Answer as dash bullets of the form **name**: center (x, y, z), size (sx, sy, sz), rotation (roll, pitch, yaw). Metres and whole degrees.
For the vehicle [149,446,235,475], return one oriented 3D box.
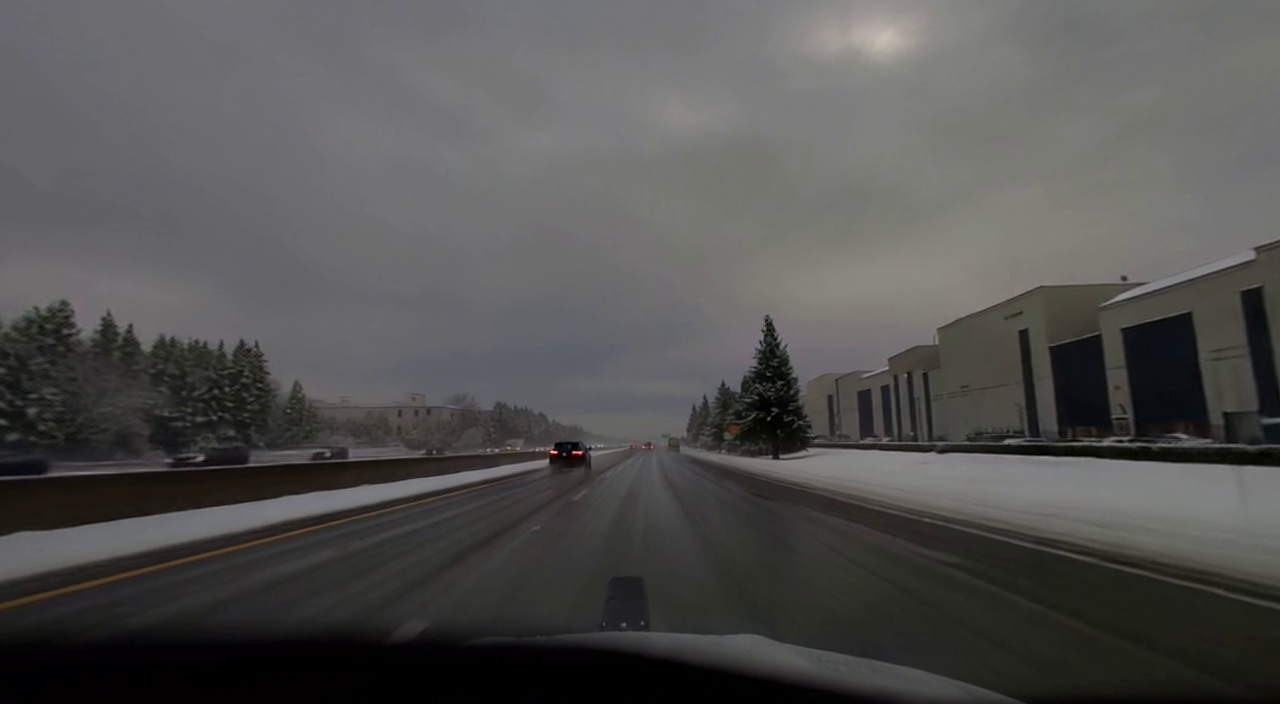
- **vehicle**: center (-27.889, 6.741, 39.447), size (2.049, 1.692, 4.425), rotation (0, -9, 1)

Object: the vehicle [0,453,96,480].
- **vehicle**: center (-35.855, 6.884, 38.118), size (1.849, 1.466, 4.436), rotation (0, -9, 1)

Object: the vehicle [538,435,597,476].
- **vehicle**: center (-3.478, 5.104, 31.254), size (2.218, 1.850, 4.774), rotation (-1, -9, 2)
